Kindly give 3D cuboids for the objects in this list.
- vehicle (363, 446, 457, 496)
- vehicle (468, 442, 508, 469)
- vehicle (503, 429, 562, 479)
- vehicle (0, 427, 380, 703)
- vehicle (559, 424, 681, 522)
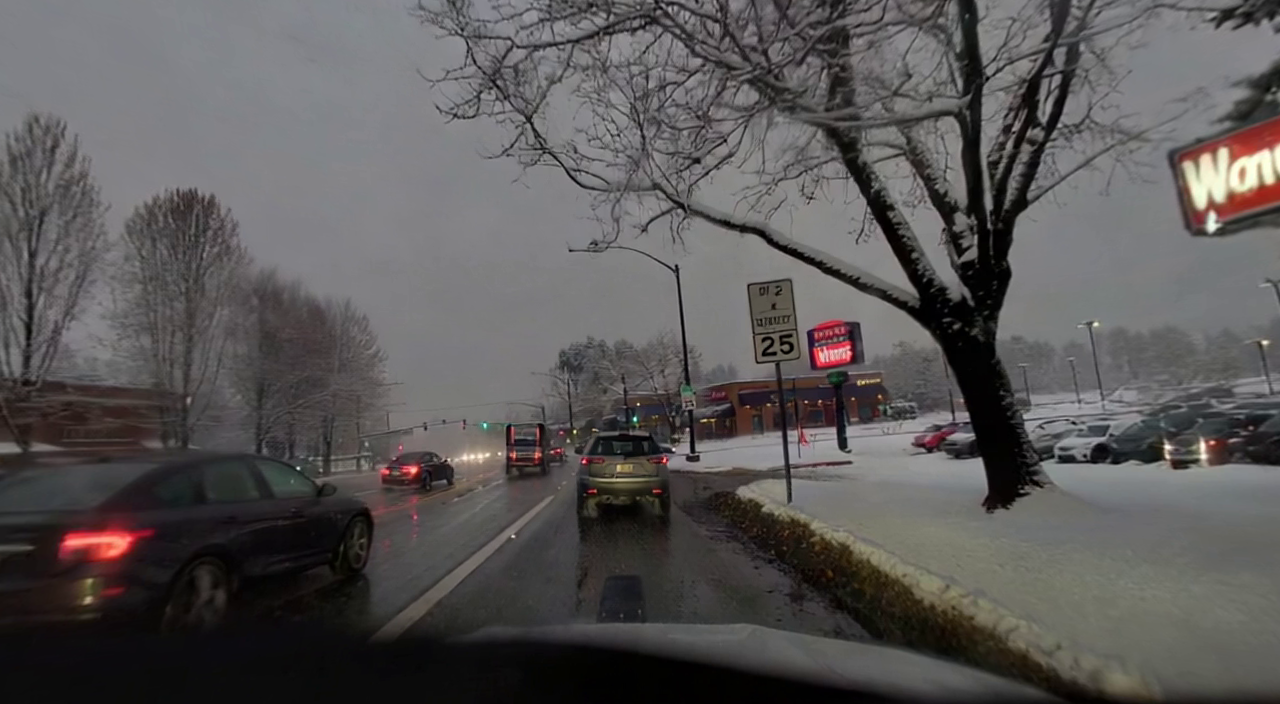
[{"bbox_3d":[-8.183,4.236,22.850,1.932,1.596,4.247,1,-9,-3],"label":"vehicle"},{"bbox_3d":[-10.180,6.955,42.435,2.069,1.719,4.441,2,-9,-7],"label":"vehicle"},{"bbox_3d":[-4.718,4.557,28.188,2.082,2.018,4.308,1,-9,-3],"label":"vehicle"},{"bbox_3d":[-4.244,1.499,5.481,1.974,1.549,4.603,0,-9,0],"label":"vehicle"},{"bbox_3d":[-0.413,2.444,13.209,2.144,1.704,4.028,1,-9,-2],"label":"vehicle"}]
